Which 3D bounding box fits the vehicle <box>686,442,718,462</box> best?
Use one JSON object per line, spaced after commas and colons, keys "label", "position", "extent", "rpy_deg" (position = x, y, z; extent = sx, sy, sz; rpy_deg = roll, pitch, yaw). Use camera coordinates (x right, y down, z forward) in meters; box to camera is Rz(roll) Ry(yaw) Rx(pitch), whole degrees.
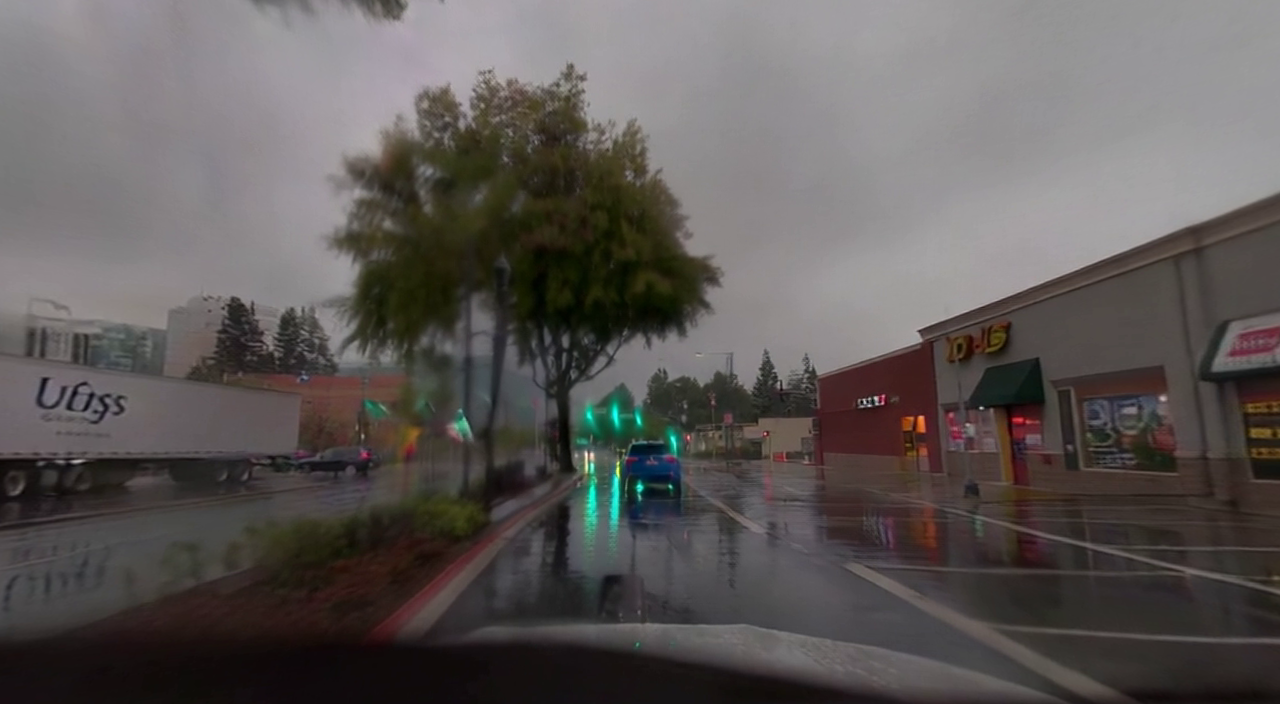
{"label": "vehicle", "position": [4.900, 7.844, 49.576], "extent": [2.012, 1.468, 4.169], "rpy_deg": [-1, -9, 11]}

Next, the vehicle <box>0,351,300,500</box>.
{"label": "vehicle", "position": [-17.436, 2.541, 20.819], "extent": [2.792, 4.025, 11.784], "rpy_deg": [-3, -9, 20]}

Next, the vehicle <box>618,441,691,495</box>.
{"label": "vehicle", "position": [0.487, 3.510, 19.534], "extent": [2.006, 1.470, 3.799], "rpy_deg": [0, -9, 3]}
